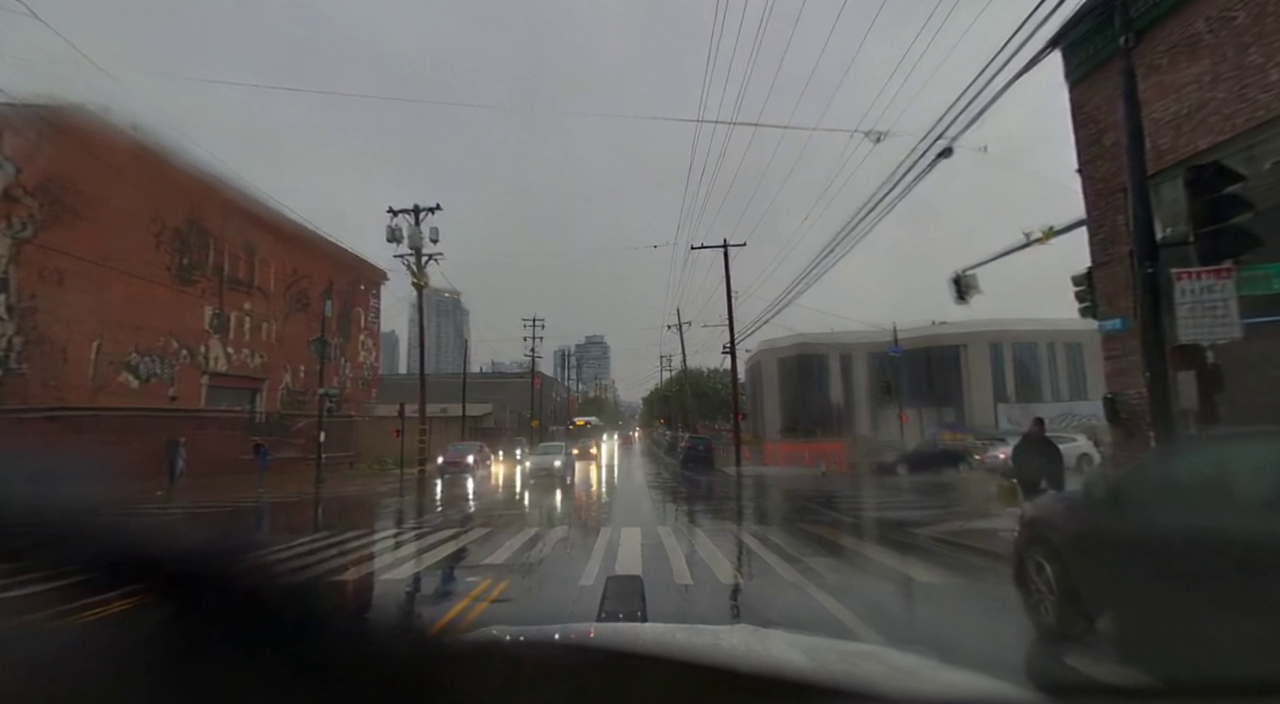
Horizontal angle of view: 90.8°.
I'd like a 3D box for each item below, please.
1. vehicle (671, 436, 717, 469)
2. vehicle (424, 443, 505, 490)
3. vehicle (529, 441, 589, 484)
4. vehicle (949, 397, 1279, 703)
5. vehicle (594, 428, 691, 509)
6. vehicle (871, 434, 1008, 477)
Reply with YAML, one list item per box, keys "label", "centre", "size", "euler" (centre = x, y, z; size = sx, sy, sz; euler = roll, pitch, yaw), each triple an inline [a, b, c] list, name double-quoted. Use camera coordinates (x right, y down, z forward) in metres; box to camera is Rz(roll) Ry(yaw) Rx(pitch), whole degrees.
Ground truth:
- label: "vehicle"
  centre: [3.020, 5.754, 36.301]
  size: [2.171, 1.751, 4.373]
  euler: [0, -9, -1]
- label: "vehicle"
  centre: [-7.084, 4.668, 26.164]
  size: [1.892, 1.706, 5.224]
  euler: [-1, -8, 0]
- label: "vehicle"
  centre: [-3.387, 4.681, 27.153]
  size: [2.055, 1.660, 3.954]
  euler: [-1, -8, 0]
- label: "vehicle"
  centre: [3.474, 0.969, 2.709]
  size: [1.949, 1.521, 4.445]
  euler: [0, -8, -1]
- label: "vehicle"
  centre: [0.038, 2.919, 16.301]
  size: [2.190, 1.783, 4.048]
  euler: [-1, -8, 0]
- label: "vehicle"
  centre: [12.209, 4.239, 25.996]
  size: [4.576, 1.650, 1.980]
  euler: [-1, -8, 2]
